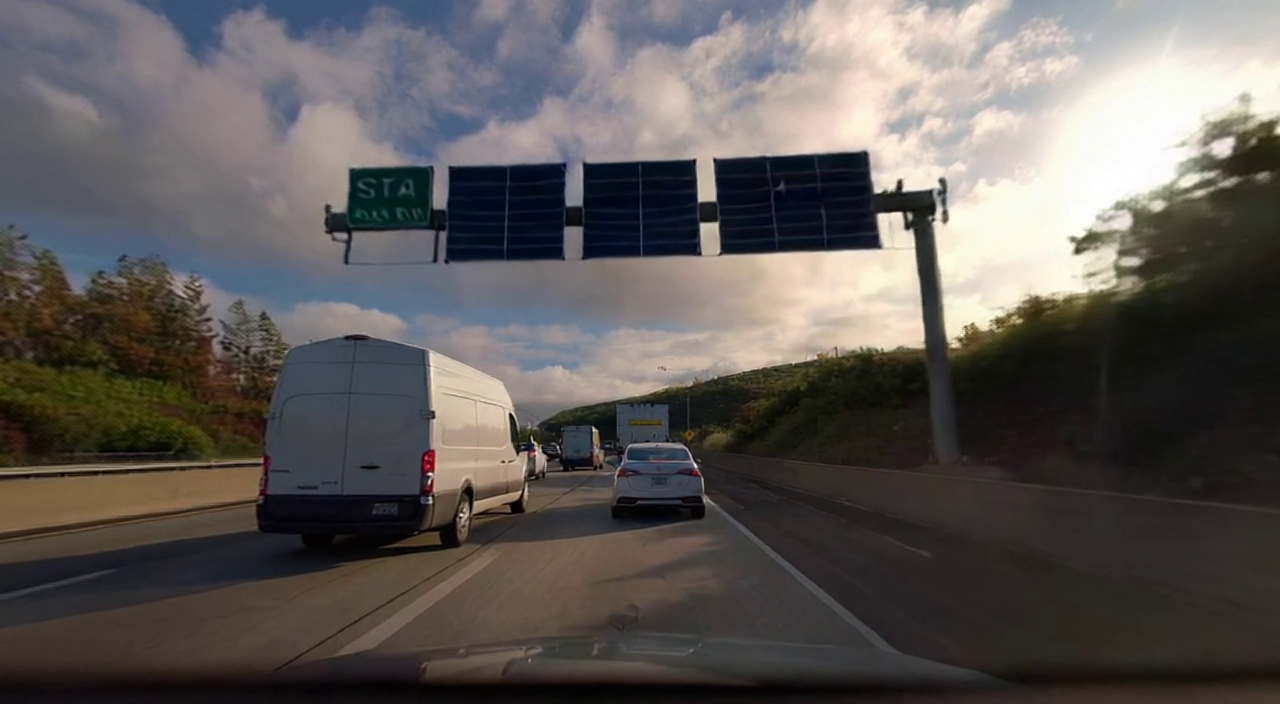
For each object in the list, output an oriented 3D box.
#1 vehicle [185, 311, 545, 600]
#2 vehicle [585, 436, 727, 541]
[{"bbox_3d":[-3.109,1.470,9.434,2.289,2.757,6.726,0,-9,0],"label":"vehicle"},{"bbox_3d":[0.221,2.263,11.006,2.063,1.507,3.488,0,-9,0],"label":"vehicle"}]
